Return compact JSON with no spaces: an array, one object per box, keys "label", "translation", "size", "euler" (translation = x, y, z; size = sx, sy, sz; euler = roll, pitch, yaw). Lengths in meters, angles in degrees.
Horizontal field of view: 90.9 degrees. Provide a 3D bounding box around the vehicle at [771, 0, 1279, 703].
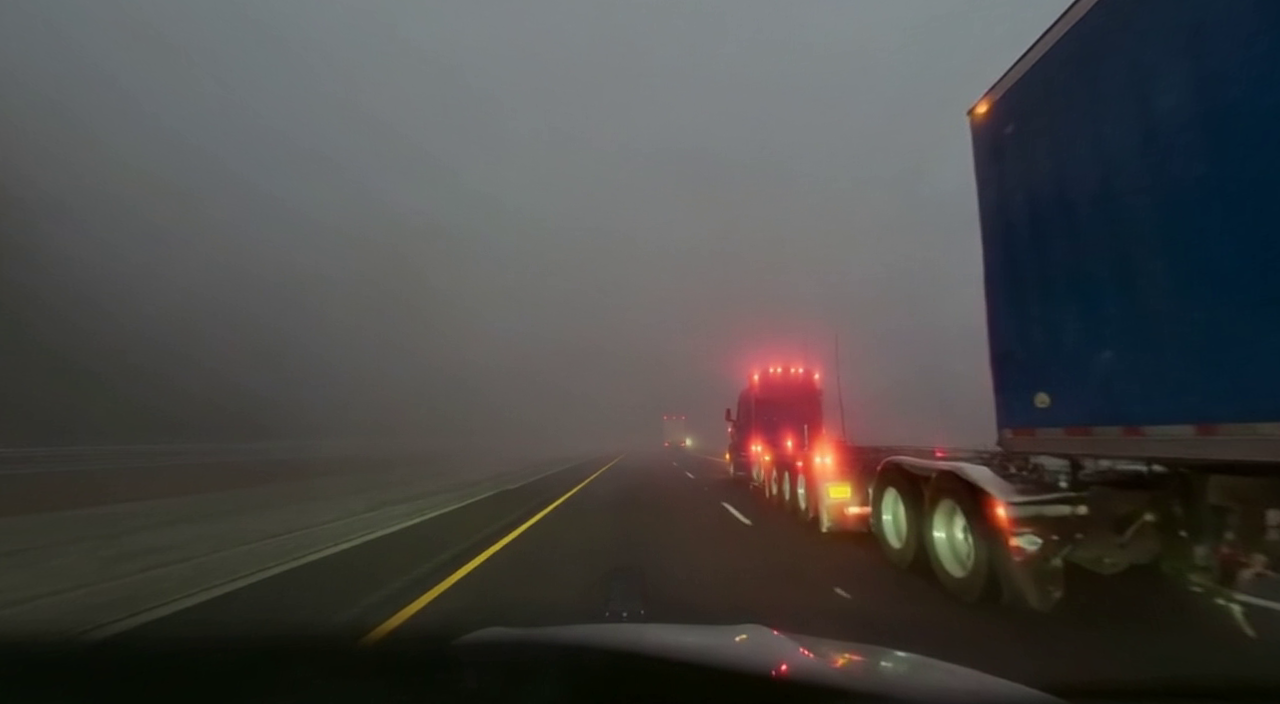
[{"label":"vehicle","translation":[4.065,-0.055,3.714],"size":[2.976,4.114,16.788],"euler":[0,-8,0]}]
